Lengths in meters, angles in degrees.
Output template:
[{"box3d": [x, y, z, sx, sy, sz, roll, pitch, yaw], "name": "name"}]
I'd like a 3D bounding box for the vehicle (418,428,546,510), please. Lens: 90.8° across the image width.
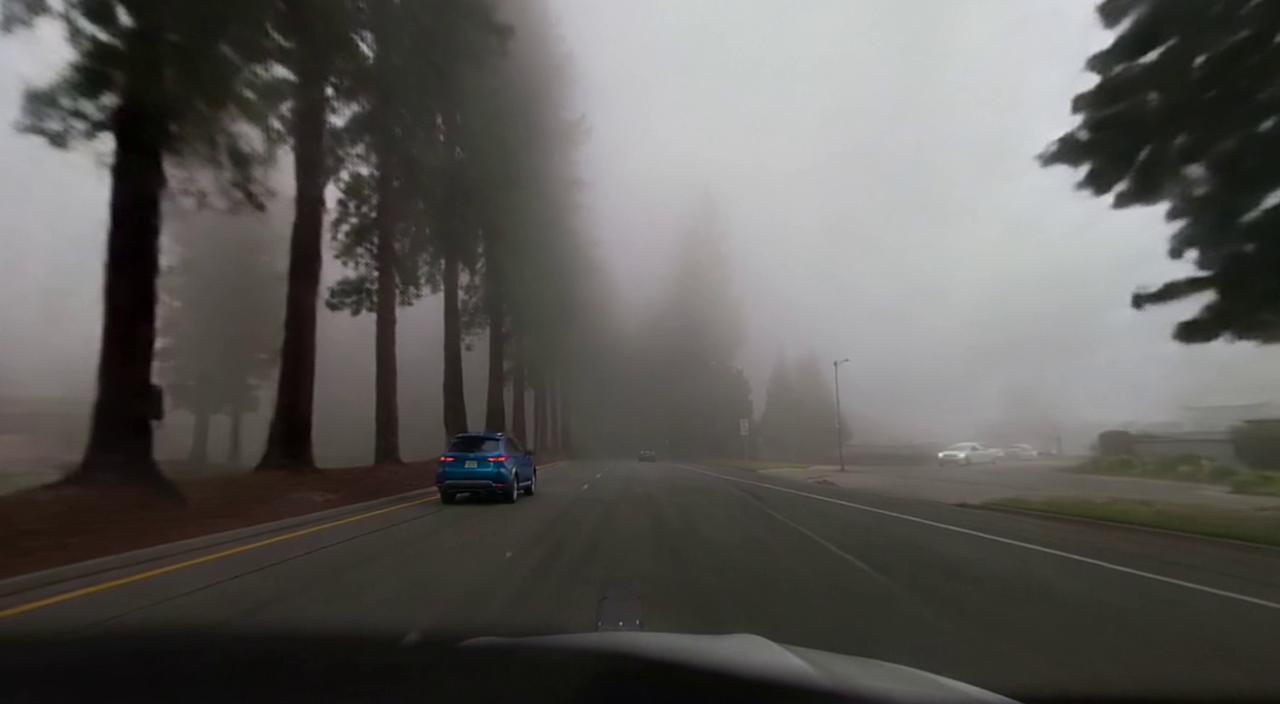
[{"box3d": [-3.743, 2.845, 15.840, 2.078, 1.748, 4.279, 0, -8, 0], "name": "vehicle"}]
